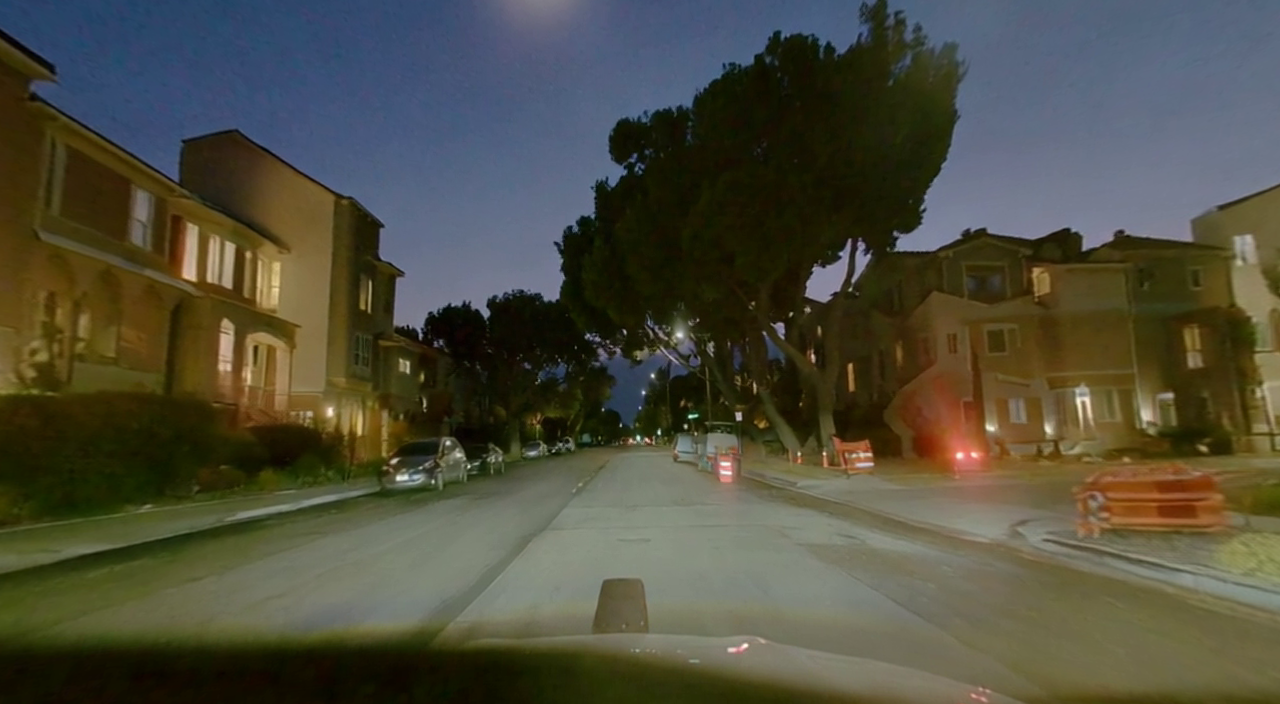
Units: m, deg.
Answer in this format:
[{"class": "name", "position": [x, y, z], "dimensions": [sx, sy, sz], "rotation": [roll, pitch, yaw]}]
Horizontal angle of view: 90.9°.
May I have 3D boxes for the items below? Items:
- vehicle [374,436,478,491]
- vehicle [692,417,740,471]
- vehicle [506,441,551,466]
[{"class": "vehicle", "position": [-6.887, 3.618, 20.822], "dimensions": [1.957, 1.608, 4.476], "rotation": [0, -9, -1]}, {"class": "vehicle", "position": [3.734, 4.564, 31.487], "dimensions": [2.082, 2.534, 3.248], "rotation": [-1, -8, 3]}, {"class": "vehicle", "position": [-7.028, 6.428, 40.147], "dimensions": [1.974, 1.479, 4.607], "rotation": [0, -9, 0]}]
